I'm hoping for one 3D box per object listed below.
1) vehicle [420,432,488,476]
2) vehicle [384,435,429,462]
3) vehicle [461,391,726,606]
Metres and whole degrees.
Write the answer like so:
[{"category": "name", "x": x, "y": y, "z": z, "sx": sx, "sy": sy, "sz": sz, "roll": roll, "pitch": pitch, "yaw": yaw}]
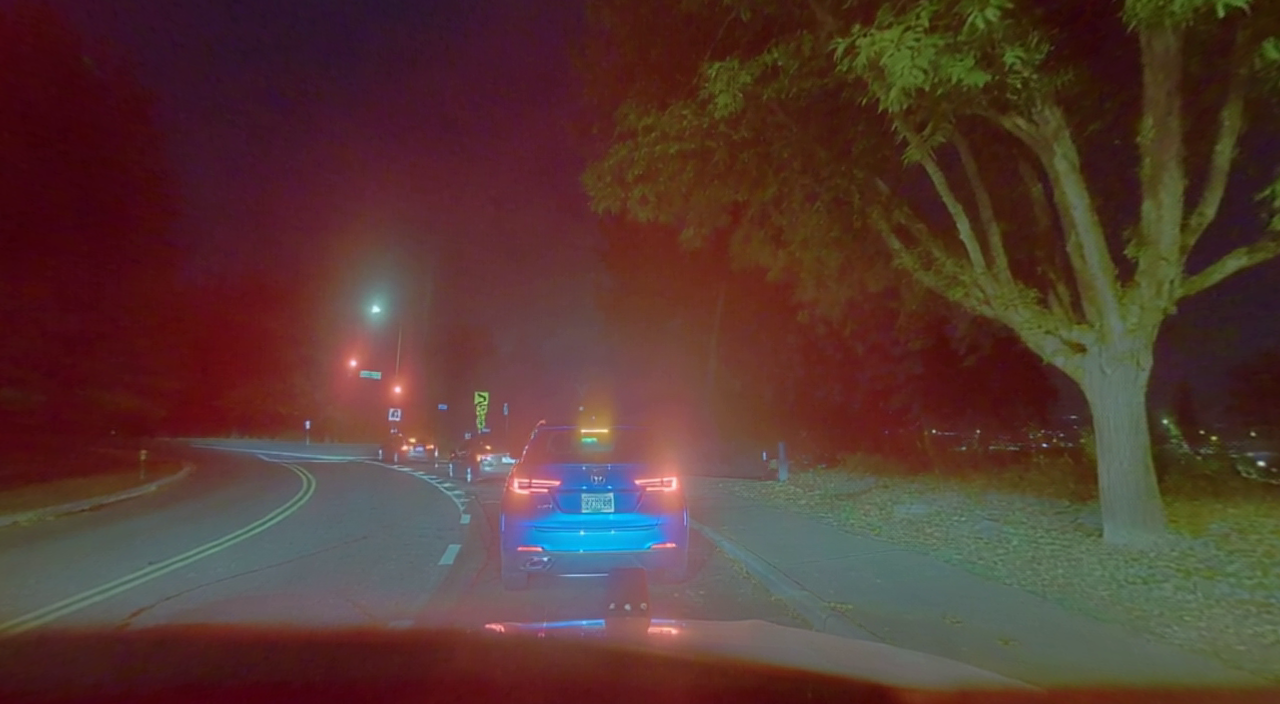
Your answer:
[{"category": "vehicle", "x": -7.301, "y": 3.932, "z": 24.480, "sx": 1.902, "sy": 1.536, "sz": 3.662, "roll": 4, "pitch": -9, "yaw": -25}, {"category": "vehicle", "x": -13.764, "y": 5.629, "z": 36.894, "sx": 1.863, "sy": 1.488, "sz": 4.426, "roll": 4, "pitch": -9, "yaw": -27}, {"category": "vehicle", "x": -0.682, "y": 1.460, "z": 7.197, "sx": 2.134, "sy": 1.671, "sz": 4.147, "roll": 1, "pitch": -8, "yaw": -9}]
